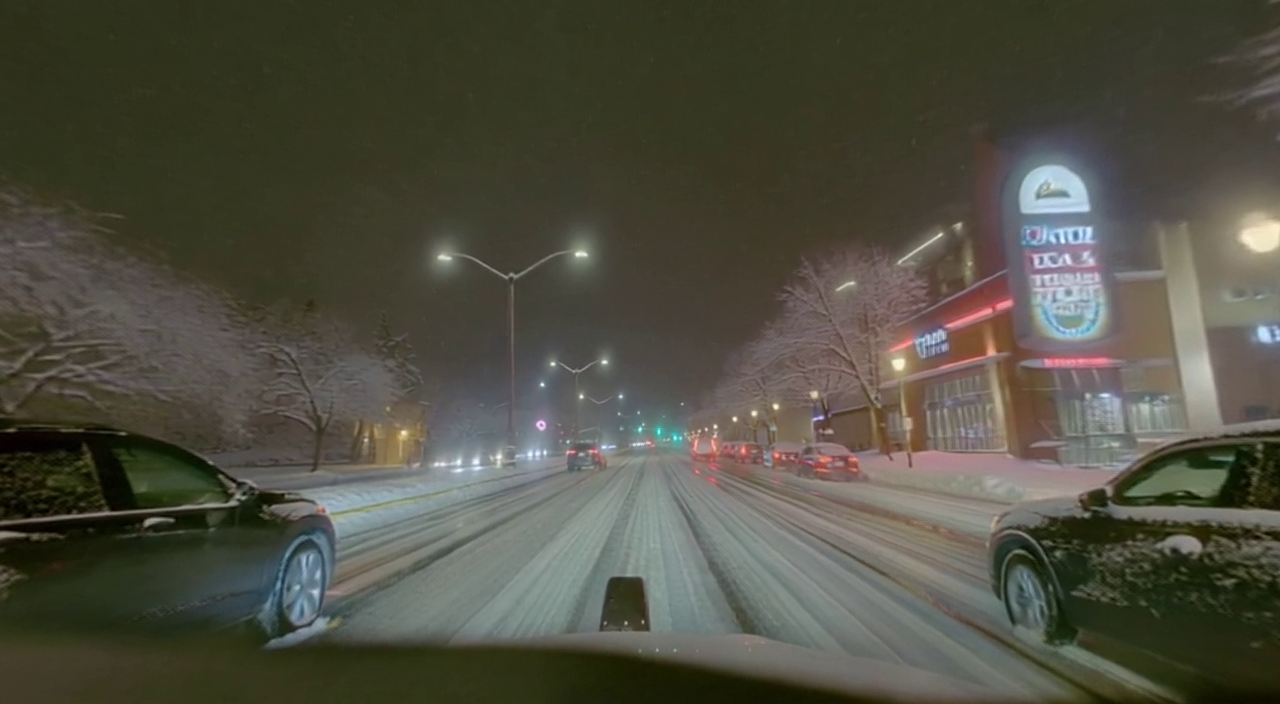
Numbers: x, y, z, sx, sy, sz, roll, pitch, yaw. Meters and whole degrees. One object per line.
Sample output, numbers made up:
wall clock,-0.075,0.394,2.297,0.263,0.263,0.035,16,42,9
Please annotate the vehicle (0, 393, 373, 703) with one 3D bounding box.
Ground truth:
vehicle,-3.362,0.986,2.747,2.155,1.504,4.776,-1,-9,2

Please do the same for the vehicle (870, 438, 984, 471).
vehicle,15.898,5.684,35.141,5.370,1.699,1.996,-8,-12,41

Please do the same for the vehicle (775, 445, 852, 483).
vehicle,7.489,4.862,27.681,1.976,1.469,4.576,0,-9,-1

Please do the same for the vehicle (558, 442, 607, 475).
vehicle,-2.828,5.309,31.758,1.917,1.511,4.436,-1,-9,2

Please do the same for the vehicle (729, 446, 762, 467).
vehicle,7.627,7.593,45.750,1.654,1.440,3.647,0,-9,-1

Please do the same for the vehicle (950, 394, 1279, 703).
vehicle,3.293,0.911,2.326,1.981,1.499,4.536,0,-9,0

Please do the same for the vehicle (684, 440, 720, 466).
vehicle,4.323,7.133,44.527,2.007,1.683,4.171,0,-9,-1
